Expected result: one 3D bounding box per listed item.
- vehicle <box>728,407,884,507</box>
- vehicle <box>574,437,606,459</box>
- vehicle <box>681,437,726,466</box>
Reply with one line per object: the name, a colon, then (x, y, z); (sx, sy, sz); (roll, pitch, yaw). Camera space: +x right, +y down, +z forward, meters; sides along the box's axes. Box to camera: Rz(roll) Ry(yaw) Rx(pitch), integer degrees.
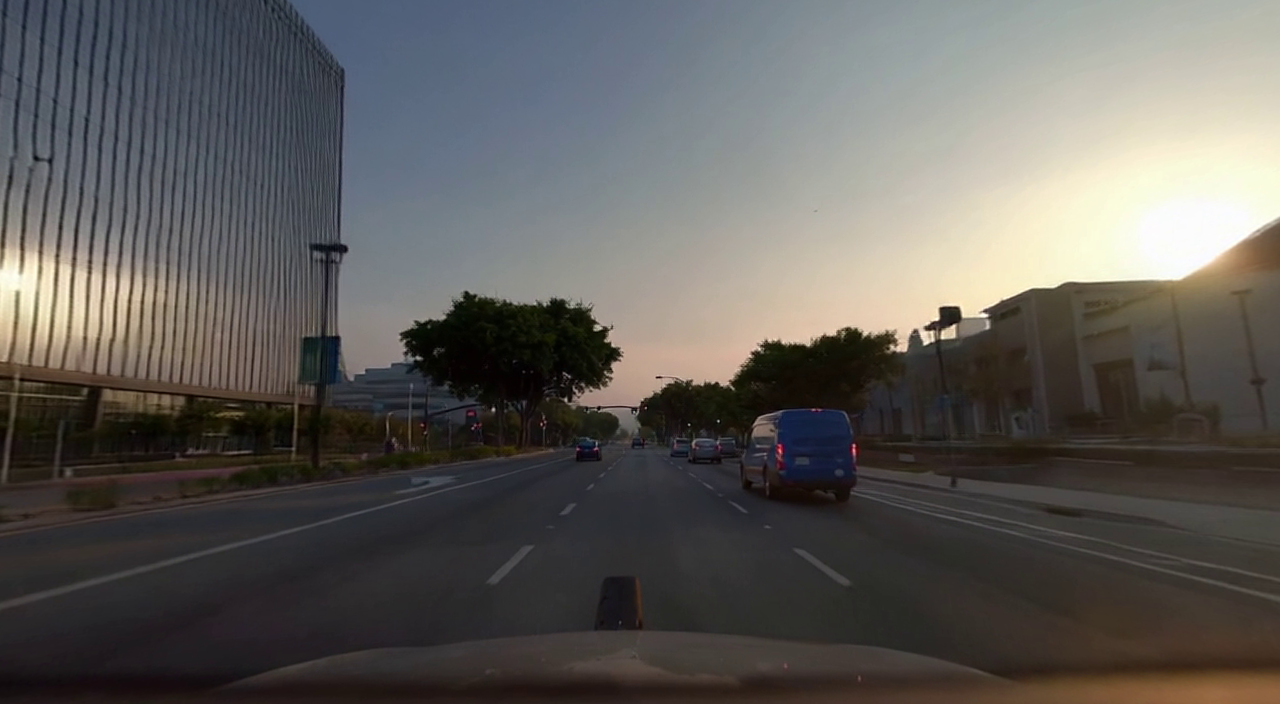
vehicle: (3.563, 2.405, 14.767); (2.200, 1.914, 5.145); (0, -8, -1)
vehicle: (-3.454, 6.790, 44.425); (1.864, 1.464, 4.195); (0, -8, 1)
vehicle: (3.378, 5.383, 34.219); (1.867, 1.493, 4.190); (0, -8, -1)
